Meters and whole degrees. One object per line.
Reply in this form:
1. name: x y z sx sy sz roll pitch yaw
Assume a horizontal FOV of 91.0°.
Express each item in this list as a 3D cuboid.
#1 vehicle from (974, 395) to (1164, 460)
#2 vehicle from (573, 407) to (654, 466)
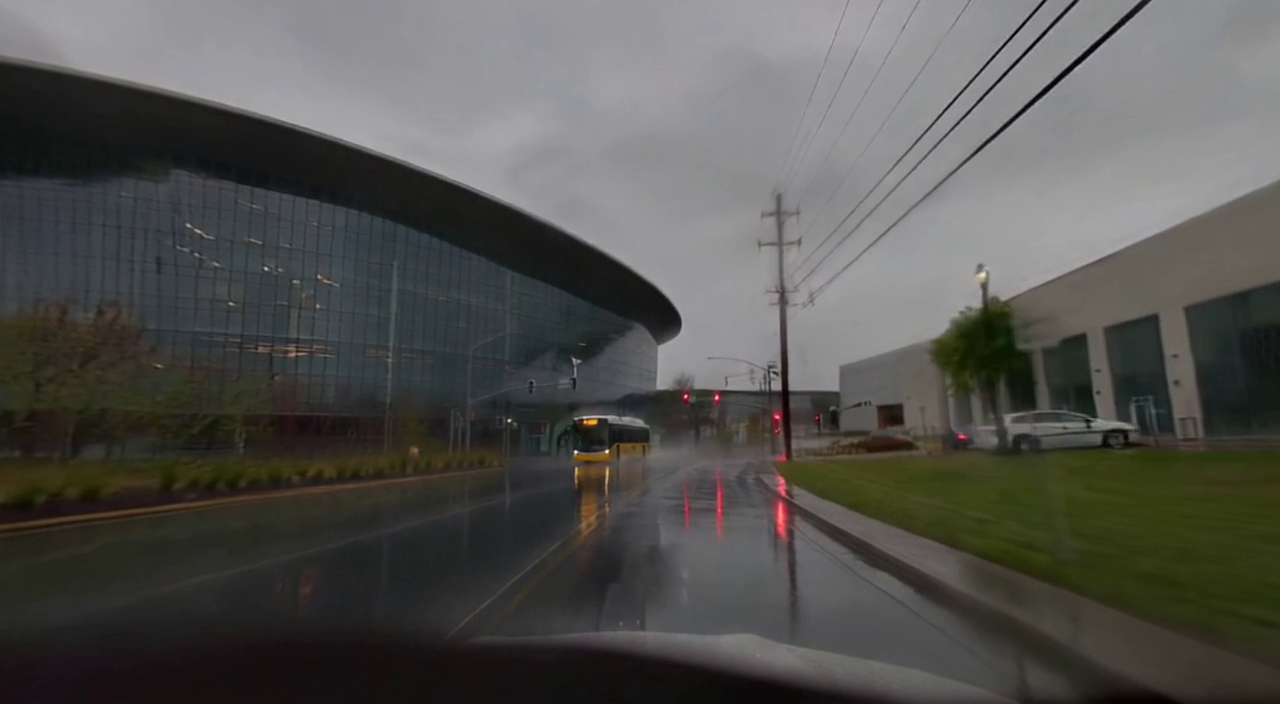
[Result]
1. vehicle: 14.475 2.644 21.588 4.647 1.951 2.304 -3 -9 6
2. vehicle: -1.542 6.560 48.023 3.148 3.729 14.894 -1 -9 9
